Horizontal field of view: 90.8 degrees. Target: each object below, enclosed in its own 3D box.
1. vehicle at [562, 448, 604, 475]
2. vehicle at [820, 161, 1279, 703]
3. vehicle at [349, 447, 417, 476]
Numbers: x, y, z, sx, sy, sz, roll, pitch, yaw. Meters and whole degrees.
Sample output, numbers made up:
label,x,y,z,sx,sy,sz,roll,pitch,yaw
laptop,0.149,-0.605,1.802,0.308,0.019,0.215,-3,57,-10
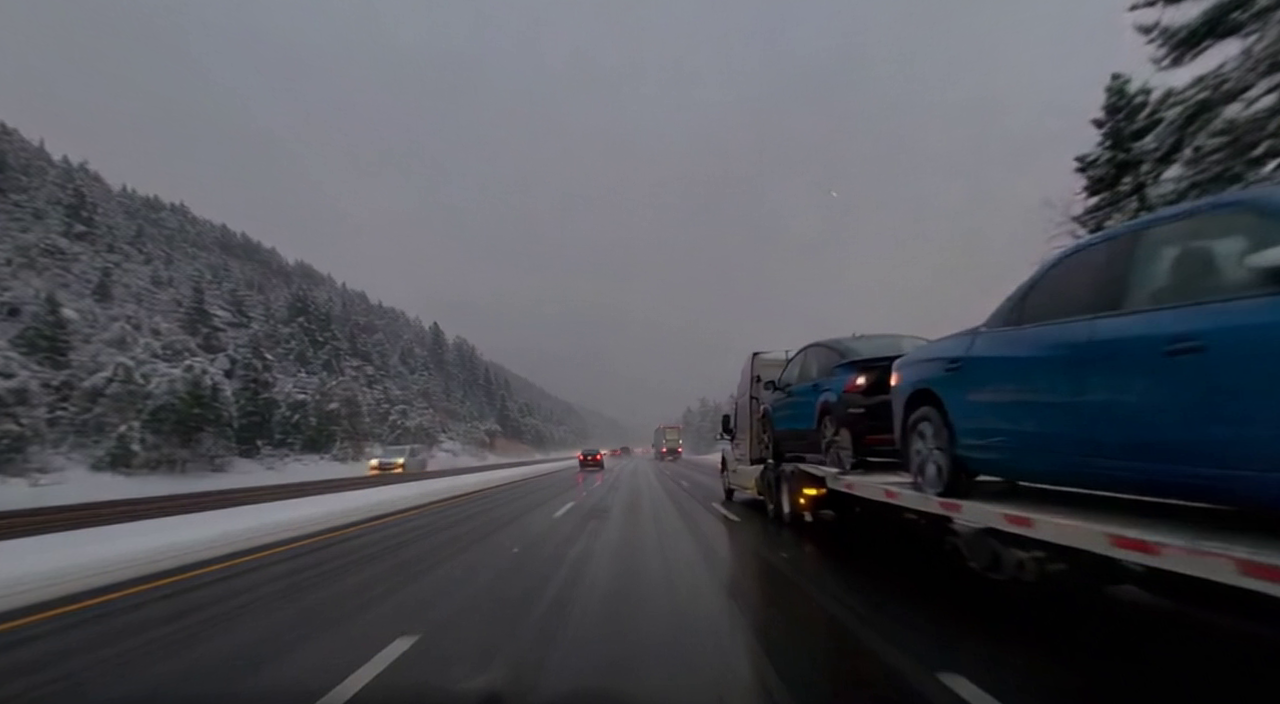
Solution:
label,x,y,z,sx,sy,sz,roll,pitch,yaw
vehicle,-3.346,6.564,37.949,2.091,1.522,4.301,0,-9,0
vehicle,3.770,0.427,2.996,2.800,2.053,9.751,0,-9,-1
vehicle,-14.969,6.409,37.069,2.036,1.561,4.605,0,-9,1
